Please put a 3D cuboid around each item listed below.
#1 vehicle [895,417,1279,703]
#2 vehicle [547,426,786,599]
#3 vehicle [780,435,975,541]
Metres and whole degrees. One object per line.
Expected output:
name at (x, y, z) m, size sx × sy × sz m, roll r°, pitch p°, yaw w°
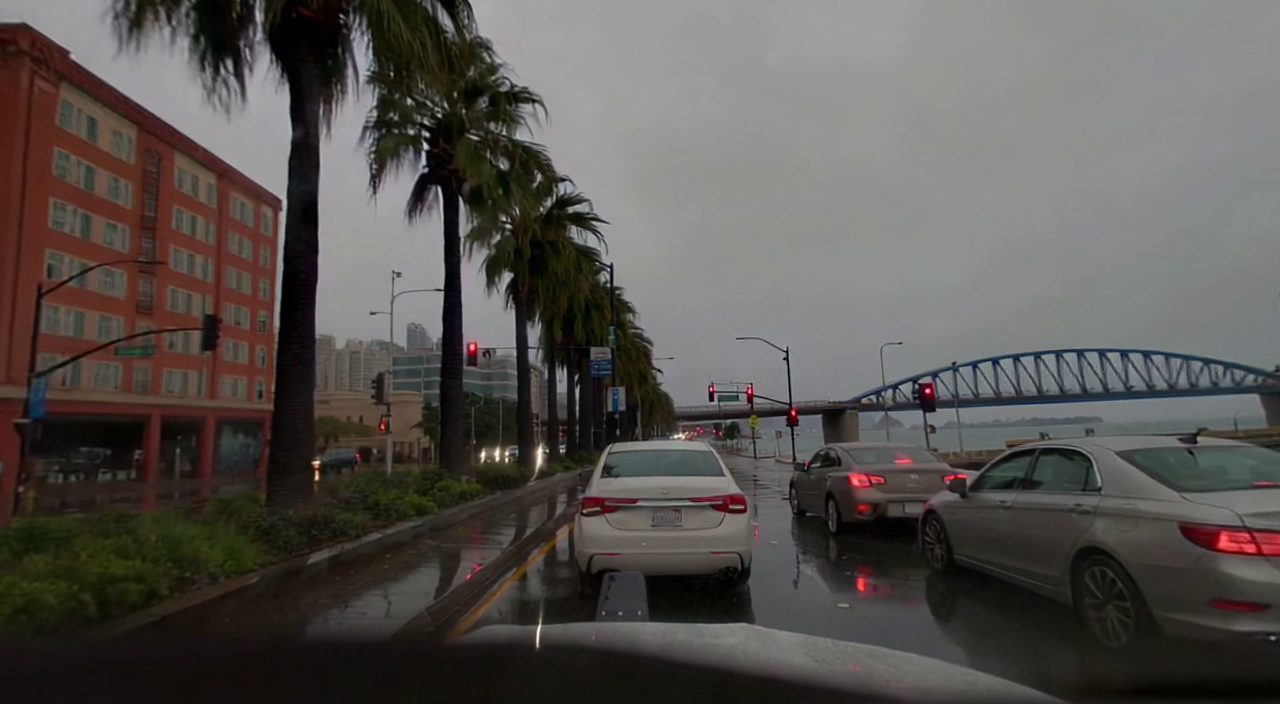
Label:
vehicle at (3.911, 1.363, 5.081) m, size 1.913 × 1.469 × 4.425 m, roll 0°, pitch -9°, yaw 1°
vehicle at (0.264, 1.698, 7.477) m, size 2.093 × 1.503 × 3.681 m, roll 0°, pitch -9°, yaw 1°
vehicle at (3.890, 2.287, 11.295) m, size 1.920 × 1.490 × 4.417 m, roll -1°, pitch -9°, yaw 3°
